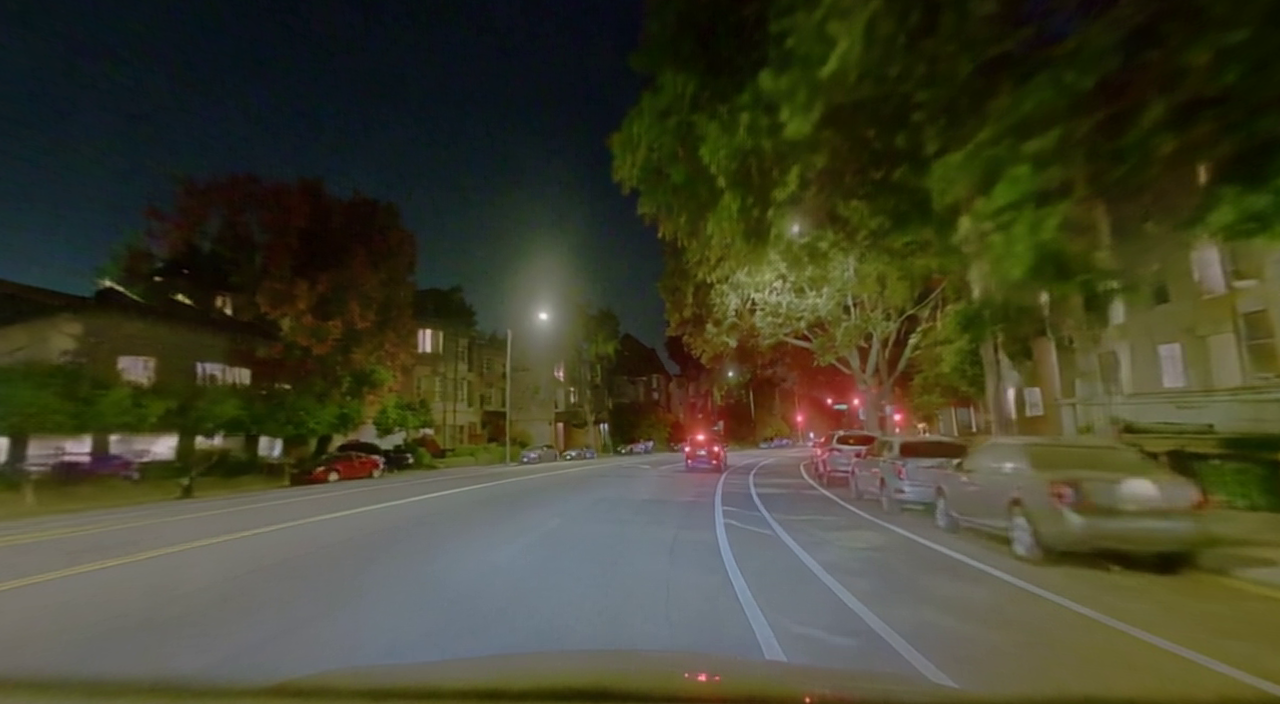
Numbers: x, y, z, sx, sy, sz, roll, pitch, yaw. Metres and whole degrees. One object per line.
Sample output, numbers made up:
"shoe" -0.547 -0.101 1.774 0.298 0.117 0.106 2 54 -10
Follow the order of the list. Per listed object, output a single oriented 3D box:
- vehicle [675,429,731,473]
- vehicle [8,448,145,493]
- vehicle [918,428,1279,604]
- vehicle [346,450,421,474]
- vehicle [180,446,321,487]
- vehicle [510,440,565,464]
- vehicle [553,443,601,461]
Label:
"vehicle" 2.769 4.166 26.782 1.852 1.680 4.488 -2 -8 12
"vehicle" -24.382 5.076 27.405 4.385 1.800 1.992 -1 -8 10
"vehicle" 5.186 1.697 7.597 1.940 1.456 4.502 -1 -8 5
"vehicle" -16.477 7.066 40.654 4.195 1.400 1.726 -2 -8 12
"vehicle" -19.739 5.806 32.109 5.953 1.868 2.049 0 -10 7
"vehicle" -6.827 6.732 42.668 1.918 1.508 4.353 -2 -8 17
"vehicle" -4.825 7.689 48.950 1.893 1.310 4.719 -3 -9 19
